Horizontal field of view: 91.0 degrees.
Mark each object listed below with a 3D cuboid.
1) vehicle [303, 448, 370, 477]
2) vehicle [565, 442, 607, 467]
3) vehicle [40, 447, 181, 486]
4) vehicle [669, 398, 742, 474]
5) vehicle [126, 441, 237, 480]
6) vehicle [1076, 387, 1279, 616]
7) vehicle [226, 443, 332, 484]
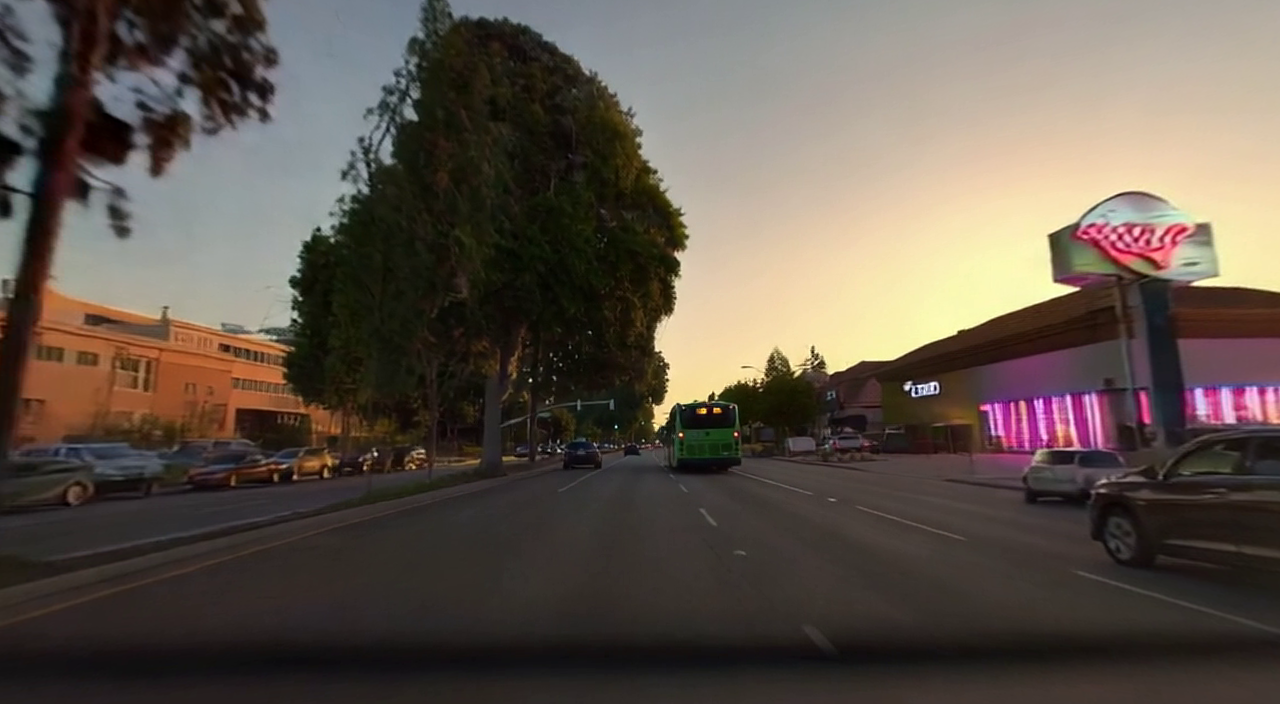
[{"bbox_3d":[-18.915,6.868,39.459,1.918,1.705,4.573,0,-8,1],"label":"vehicle"},{"bbox_3d":[-3.290,6.312,38.916,2.211,1.416,4.179,0,-8,0],"label":"vehicle"},{"bbox_3d":[-24.925,5.397,29.755,4.724,1.734,2.076,0,-8,1],"label":"vehicle"},{"bbox_3d":[3.082,4.340,32.219,2.766,3.306,9.281,0,-8,0],"label":"vehicle"},{"bbox_3d":[-25.084,5.947,34.575,4.425,2.063,1.988,0,-8,-3],"label":"vehicle"},{"bbox_3d":[6.018,1.133,4.705,2.129,1.754,4.668,0,-8,0],"label":"vehicle"},{"bbox_3d":[-19.135,5.916,33.829,2.123,1.905,5.972,-2,-9,1],"label":"vehicle"}]
